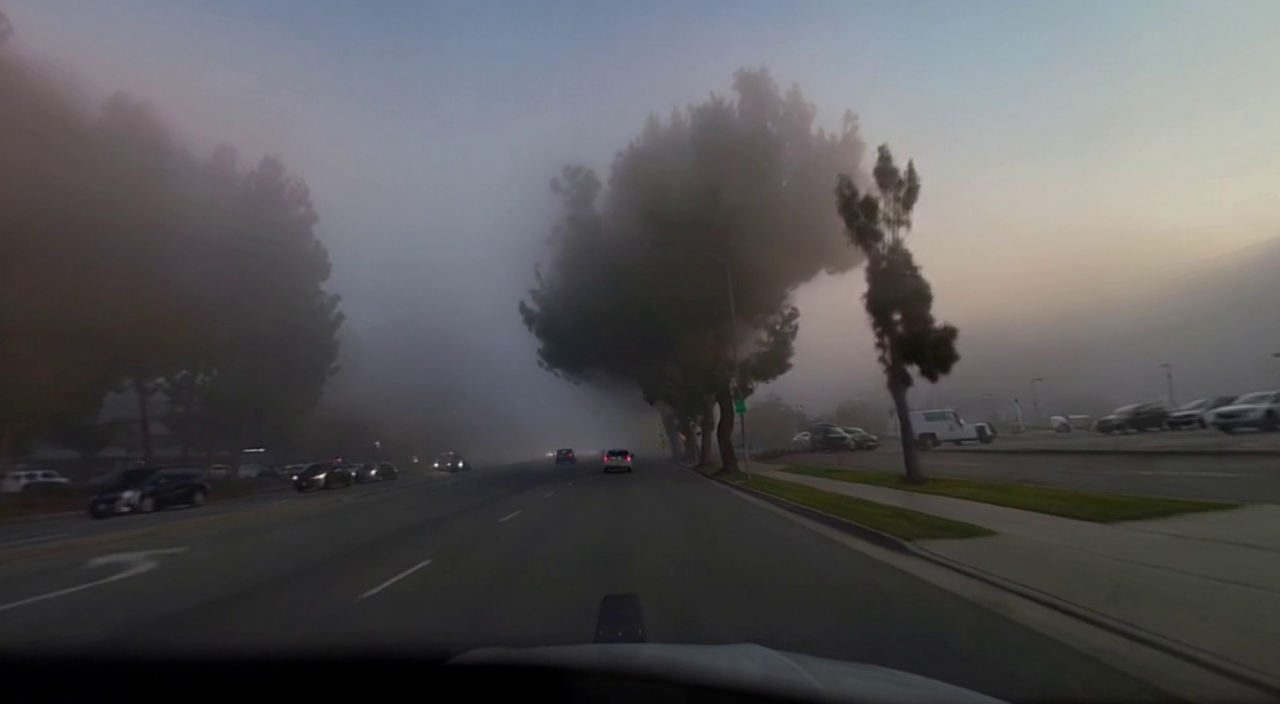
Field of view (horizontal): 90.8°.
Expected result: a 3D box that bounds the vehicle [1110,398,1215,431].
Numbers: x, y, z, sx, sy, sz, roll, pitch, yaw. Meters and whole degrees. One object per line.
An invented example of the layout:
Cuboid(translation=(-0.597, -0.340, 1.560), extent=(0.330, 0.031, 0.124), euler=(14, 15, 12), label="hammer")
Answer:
Cuboid(translation=(28.821, 3.540, 35.085), extent=(1.857, 1.615, 4.839), euler=(0, -8, 2), label="vehicle")

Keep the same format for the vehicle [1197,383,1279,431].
Cuboid(translation=(22.044, 1.910, 21.751), extent=(1.870, 1.470, 4.436), euler=(-1, -8, 3), label="vehicle")

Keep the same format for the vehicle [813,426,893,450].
Cuboid(translation=(13.162, 5.353, 39.187), extent=(4.144, 1.407, 2.201), euler=(0, -8, -2), label="vehicle")

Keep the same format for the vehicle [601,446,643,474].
Cuboid(translation=(-0.957, 6.198, 36.625), extent=(2.235, 1.500, 4.420), euler=(0, -8, 1), label="vehicle")

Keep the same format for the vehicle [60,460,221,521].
Cuboid(translation=(-16.993, 4.681, 21.865), extent=(2.016, 1.598, 4.545), euler=(-3, -8, -2), label="vehicle")

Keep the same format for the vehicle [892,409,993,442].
Cuboid(translation=(15.072, 3.713, 31.598), extent=(3.956, 1.504, 2.170), euler=(2, -9, -9), label="vehicle")

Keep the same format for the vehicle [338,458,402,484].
Cuboid(translation=(-17.071, 7.530, 40.219), extent=(1.985, 1.471, 4.797), euler=(0, -8, 0), label="vehicle")

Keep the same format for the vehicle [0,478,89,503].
Cuboid(translation=(-39.330, 9.056, 41.464), extent=(4.429, 1.486, 1.942), euler=(0, -8, -1), label="vehicle")

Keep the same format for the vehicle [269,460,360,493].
Cuboid(translation=(-16.563, 6.339, 32.463), extent=(2.058, 1.459, 4.704), euler=(0, -8, 1), label="vehicle")
